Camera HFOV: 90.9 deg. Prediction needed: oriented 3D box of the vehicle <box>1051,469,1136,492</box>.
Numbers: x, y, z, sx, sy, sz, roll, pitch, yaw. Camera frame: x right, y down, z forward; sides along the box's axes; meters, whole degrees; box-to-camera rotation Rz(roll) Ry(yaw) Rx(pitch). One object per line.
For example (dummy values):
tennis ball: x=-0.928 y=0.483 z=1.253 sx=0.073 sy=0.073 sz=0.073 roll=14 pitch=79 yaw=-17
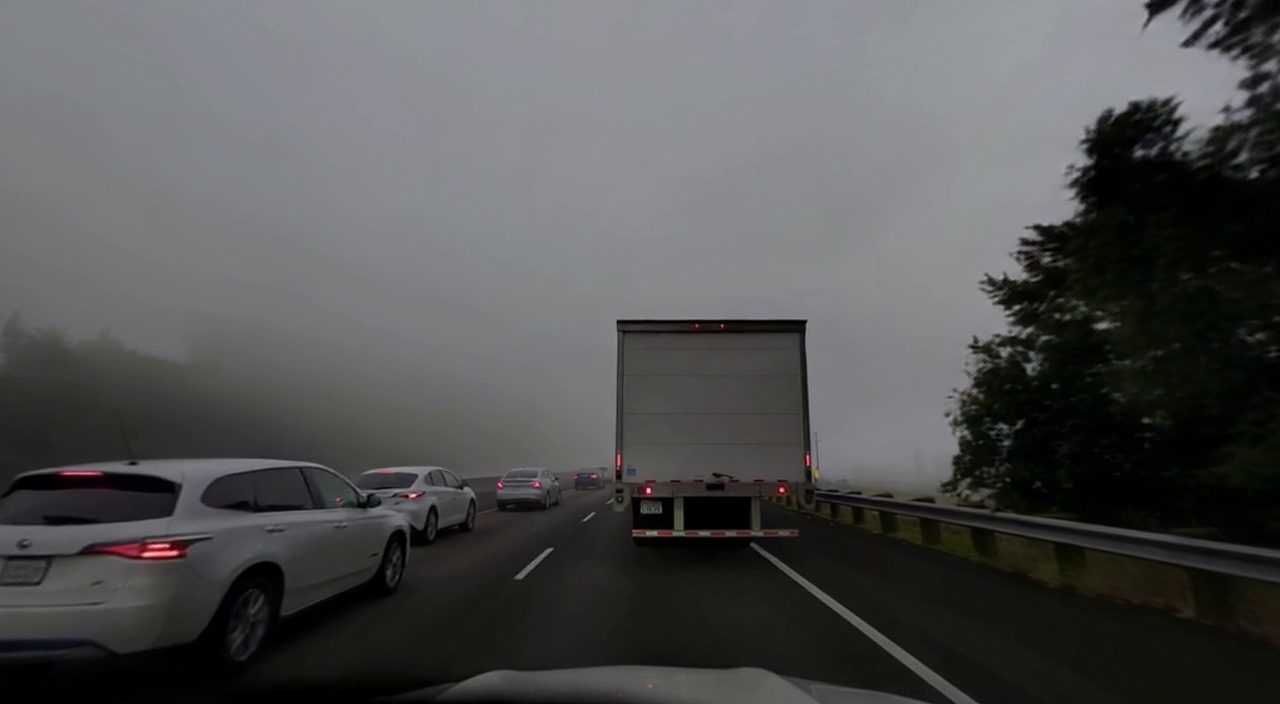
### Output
vehicle: x=31.372 y=8.883 z=43.702 sx=4.299 sy=1.465 sz=1.807 roll=-2 pitch=-11 yaw=13

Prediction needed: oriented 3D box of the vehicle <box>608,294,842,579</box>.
vehicle: x=0.950 y=1.797 z=12.196 sx=2.831 sy=3.529 sz=8.689 roll=1 pitch=-11 yaw=-1

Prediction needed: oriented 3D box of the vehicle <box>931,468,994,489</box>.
vehicle: x=24.418 y=9.556 z=47.814 sx=4.107 sy=1.485 sz=1.796 roll=-5 pitch=-12 yaw=27

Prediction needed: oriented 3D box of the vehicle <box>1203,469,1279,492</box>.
vehicle: x=41.179 y=8.764 z=42.904 sx=3.974 sy=1.485 sz=1.709 roll=1 pitch=-11 yaw=-2

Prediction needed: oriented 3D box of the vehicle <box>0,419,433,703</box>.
vehicle: x=-3.511 y=1.485 z=5.137 sx=1.983 sy=1.509 sz=4.679 roll=1 pitch=-11 yaw=1

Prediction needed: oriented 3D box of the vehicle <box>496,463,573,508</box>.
vehicle: x=-3.768 y=4.885 z=23.314 sx=1.964 sy=1.482 sz=4.371 roll=0 pitch=-11 yaw=1

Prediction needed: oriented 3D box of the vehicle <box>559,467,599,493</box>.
vehicle: x=-3.524 y=7.466 z=36.849 sx=1.867 sy=1.418 sz=3.670 roll=0 pitch=-11 yaw=1
